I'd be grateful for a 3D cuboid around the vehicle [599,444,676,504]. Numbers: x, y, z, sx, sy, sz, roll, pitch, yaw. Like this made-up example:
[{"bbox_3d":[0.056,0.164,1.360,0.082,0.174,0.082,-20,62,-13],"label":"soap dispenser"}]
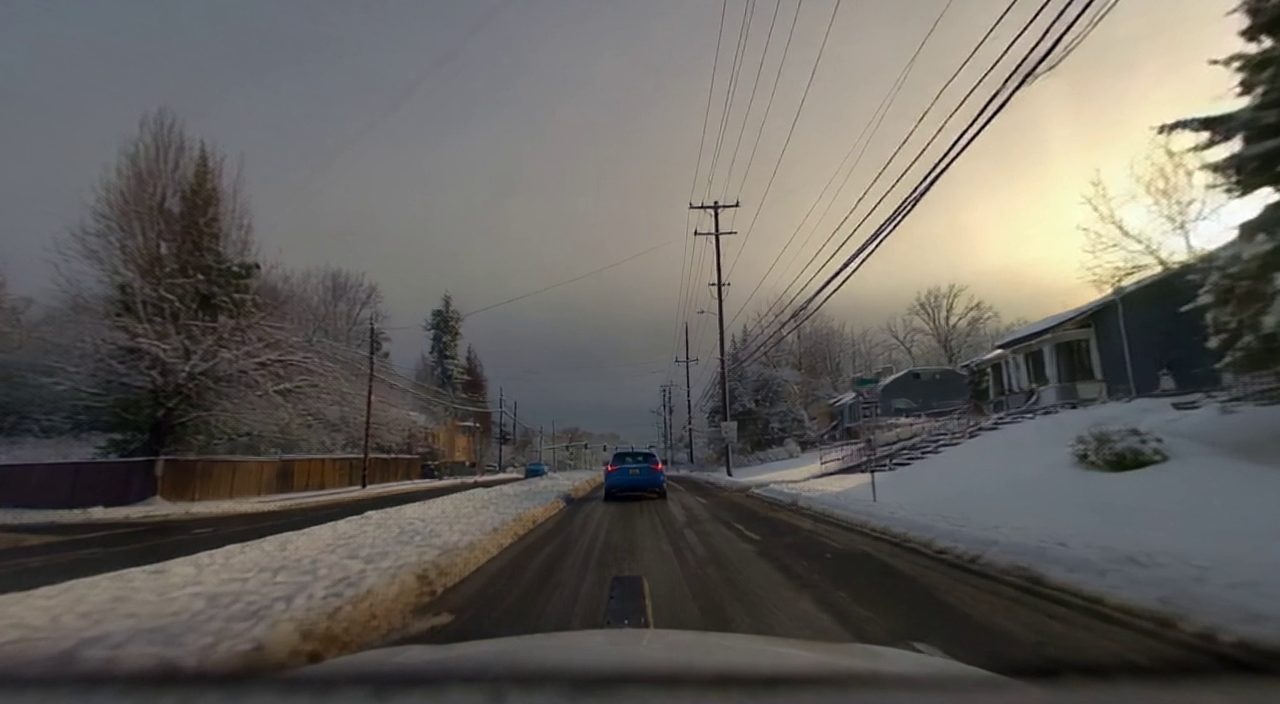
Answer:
[{"bbox_3d":[-0.086,3.761,19.948,2.200,1.653,4.127,0,-8,0],"label":"vehicle"}]
